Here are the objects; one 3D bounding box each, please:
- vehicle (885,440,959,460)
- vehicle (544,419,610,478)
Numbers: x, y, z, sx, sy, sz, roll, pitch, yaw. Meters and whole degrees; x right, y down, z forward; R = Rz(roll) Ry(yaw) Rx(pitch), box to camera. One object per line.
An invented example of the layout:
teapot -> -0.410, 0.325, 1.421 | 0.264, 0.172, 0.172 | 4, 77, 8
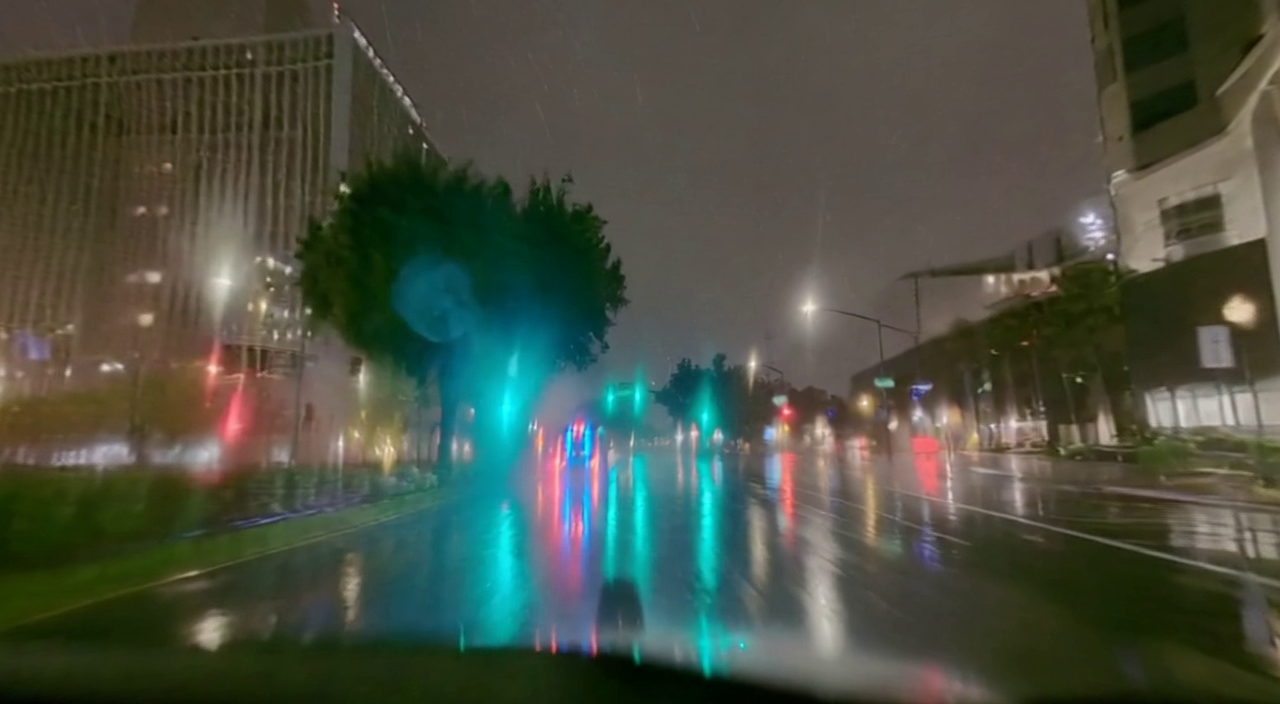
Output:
vehicle -> 21.911, 7.613, 49.206 | 4.813, 1.476, 1.868 | 0, -9, 1
vehicle -> -3.176, 5.066, 33.214 | 2.633, 2.787, 5.796 | -1, -9, 2
